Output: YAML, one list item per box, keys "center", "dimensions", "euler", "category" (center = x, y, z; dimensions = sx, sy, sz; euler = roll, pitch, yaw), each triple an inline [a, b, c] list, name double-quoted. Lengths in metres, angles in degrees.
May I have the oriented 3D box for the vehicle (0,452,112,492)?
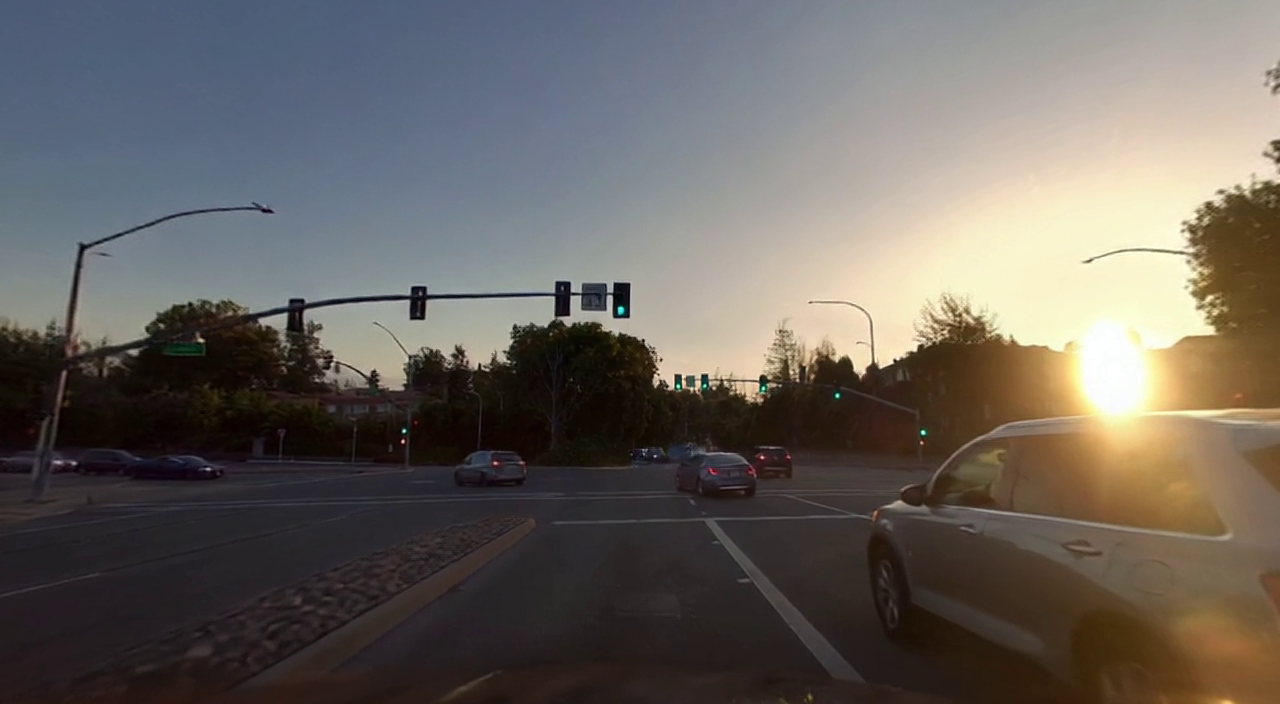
- center: [-26.271, 5.174, 27.387]
  dimensions: [4.724, 1.630, 1.968]
  euler: [0, -9, -3]
  category: "vehicle"

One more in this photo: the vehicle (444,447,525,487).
- center: [-7.320, 5.300, 29.493]
  dimensions: [2.099, 1.705, 4.020]
  euler: [7, -11, -38]
  category: "vehicle"

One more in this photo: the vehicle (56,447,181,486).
- center: [-27.769, 6.104, 33.693]
  dimensions: [4.689, 1.734, 2.034]
  euler: [3, -8, -1]
  category: "vehicle"

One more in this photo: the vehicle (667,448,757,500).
- center: [2.222, 3.924, 20.806]
  dimensions: [2.009, 1.480, 4.423]
  euler: [1, -9, -7]
  category: "vehicle"

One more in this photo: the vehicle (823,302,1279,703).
- center: [2.776, 0.983, 3.330]
  dimensions: [2.115, 1.737, 4.642]
  euler: [0, -9, -1]
  category: "vehicle"

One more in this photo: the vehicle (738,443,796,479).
- center: [6.862, 5.955, 34.673]
  dimensions: [2.105, 1.830, 4.610]
  euler: [0, -9, -1]
  category: "vehicle"
